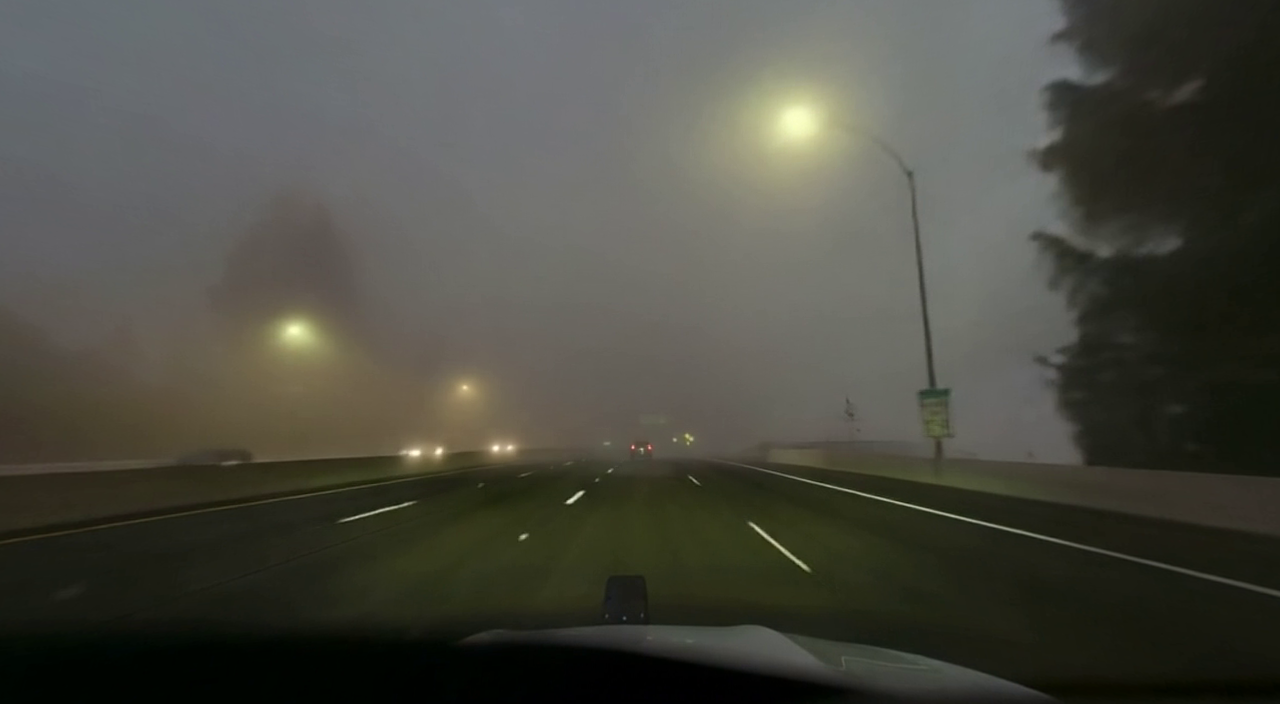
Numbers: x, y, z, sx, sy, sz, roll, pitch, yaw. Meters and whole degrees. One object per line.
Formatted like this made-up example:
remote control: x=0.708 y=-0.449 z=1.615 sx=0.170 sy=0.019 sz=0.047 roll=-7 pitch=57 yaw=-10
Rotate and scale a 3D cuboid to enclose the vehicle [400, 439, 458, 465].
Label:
vehicle: x=-13.663 y=6.488 z=41.115 sx=2.002 sy=1.600 sz=4.733 roll=0 pitch=-8 yaw=1
